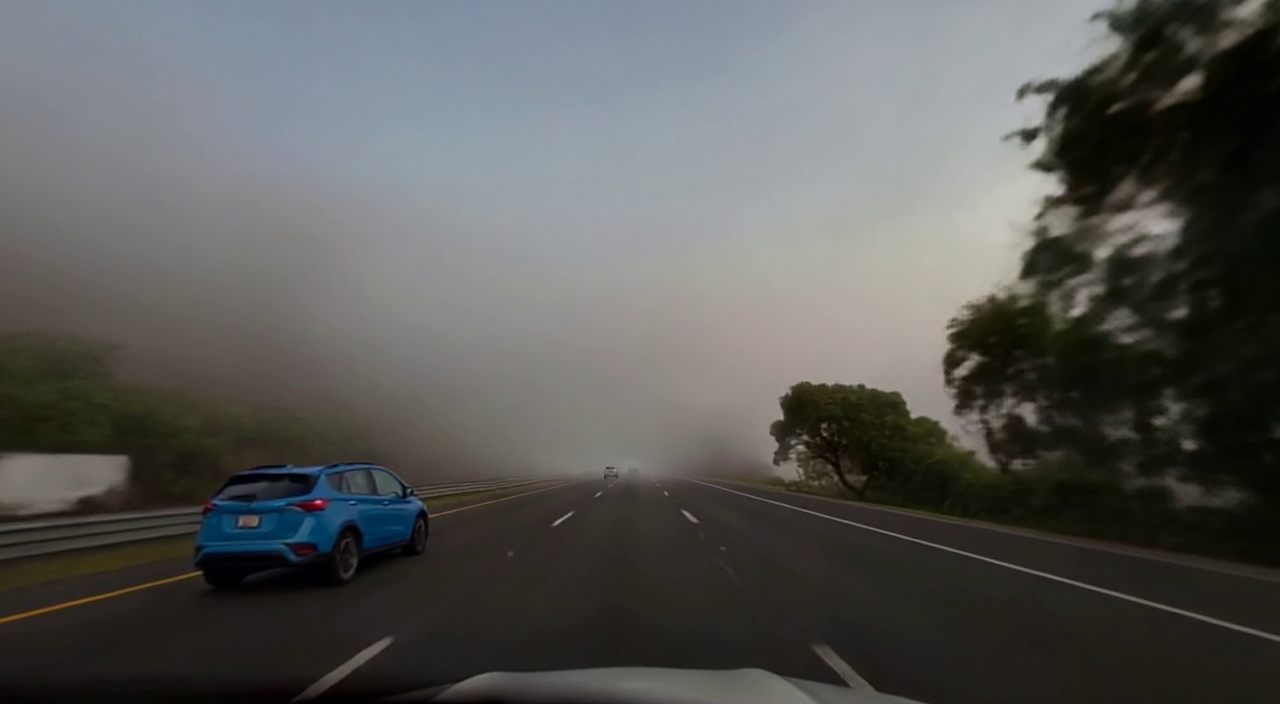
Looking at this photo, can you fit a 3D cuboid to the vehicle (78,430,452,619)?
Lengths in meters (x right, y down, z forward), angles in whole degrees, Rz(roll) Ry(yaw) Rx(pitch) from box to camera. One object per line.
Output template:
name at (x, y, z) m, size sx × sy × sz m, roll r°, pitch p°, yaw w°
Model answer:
vehicle at (-3.752, 1.815, 7.368) m, size 1.797 × 1.532 × 4.072 m, roll 1°, pitch -10°, yaw 0°
